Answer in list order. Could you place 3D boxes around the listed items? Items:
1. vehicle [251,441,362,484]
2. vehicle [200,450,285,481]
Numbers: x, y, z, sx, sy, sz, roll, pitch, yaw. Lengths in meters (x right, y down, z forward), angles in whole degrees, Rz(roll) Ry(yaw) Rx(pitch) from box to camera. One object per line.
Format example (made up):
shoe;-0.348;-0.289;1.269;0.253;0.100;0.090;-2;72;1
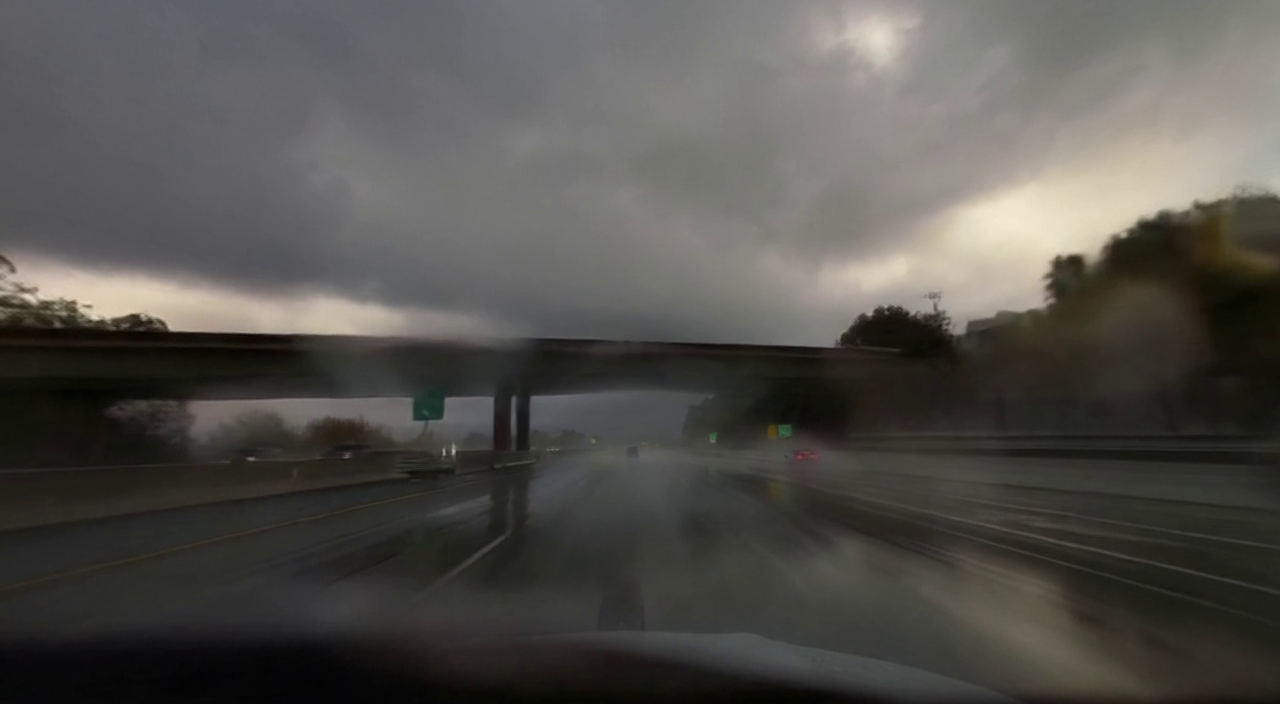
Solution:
vehicle;-13.226;4.388;25.452;1.929;1.532;4.743;0;-9;0
vehicle;-23.395;6.652;37.412;2.055;1.699;4.683;0;-9;-1
